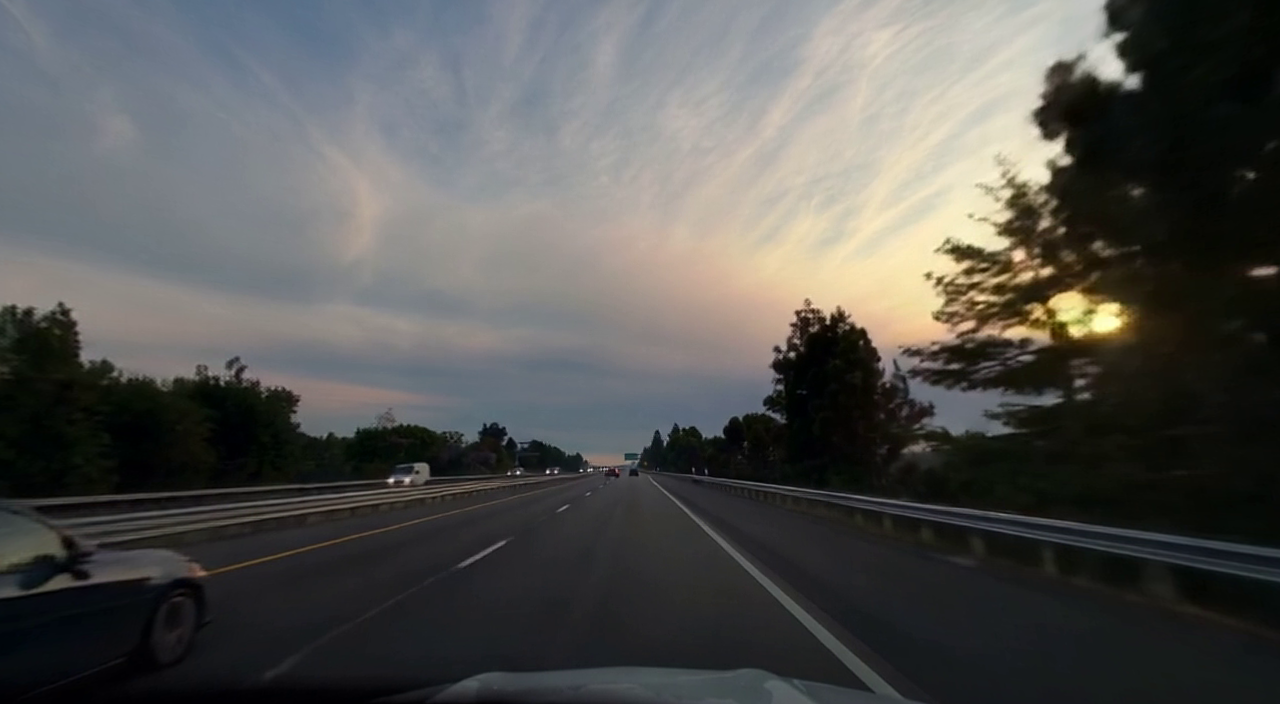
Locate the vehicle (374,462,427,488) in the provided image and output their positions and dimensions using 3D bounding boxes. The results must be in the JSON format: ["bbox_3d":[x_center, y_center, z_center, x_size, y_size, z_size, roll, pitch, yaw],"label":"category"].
[{"bbox_3d":[-17.439,8.975,46.099,2.064,1.799,4.717,1,-10,-1],"label":"vehicle"}]

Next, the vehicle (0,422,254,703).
[{"bbox_3d":[-3.850,0.872,1.918,2.146,1.441,5.020,1,-10,0],"label":"vehicle"}]
